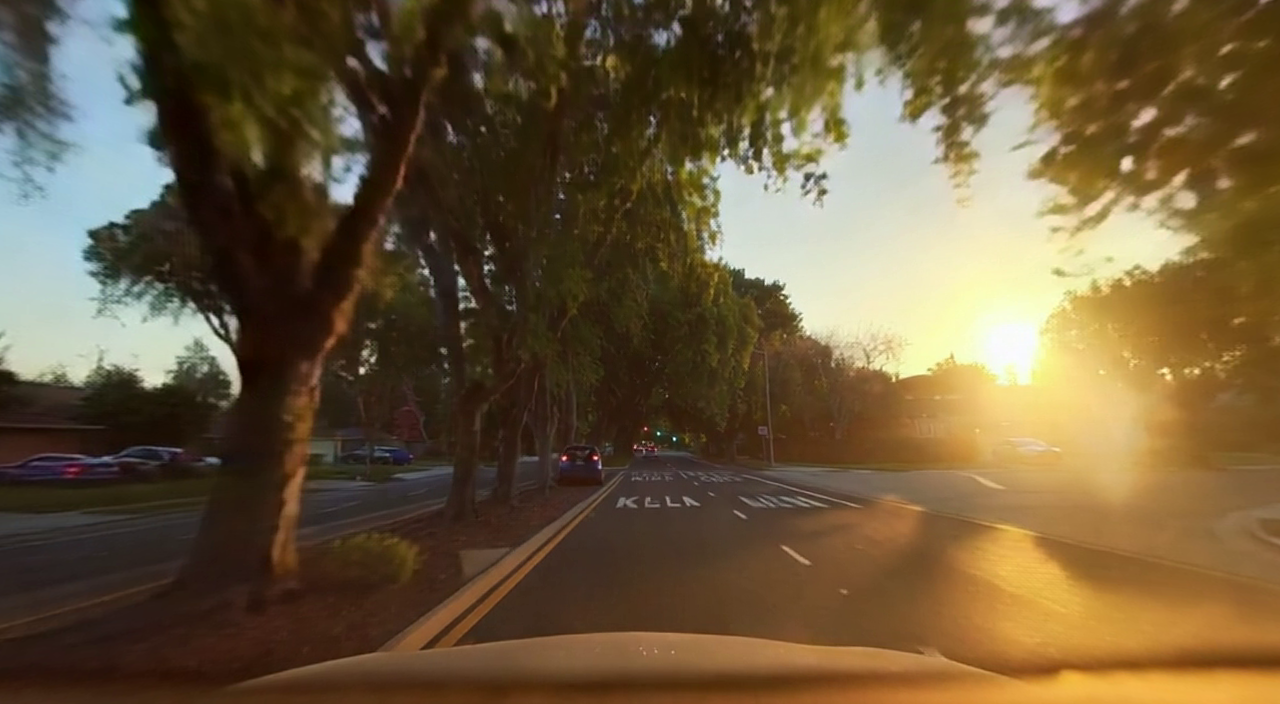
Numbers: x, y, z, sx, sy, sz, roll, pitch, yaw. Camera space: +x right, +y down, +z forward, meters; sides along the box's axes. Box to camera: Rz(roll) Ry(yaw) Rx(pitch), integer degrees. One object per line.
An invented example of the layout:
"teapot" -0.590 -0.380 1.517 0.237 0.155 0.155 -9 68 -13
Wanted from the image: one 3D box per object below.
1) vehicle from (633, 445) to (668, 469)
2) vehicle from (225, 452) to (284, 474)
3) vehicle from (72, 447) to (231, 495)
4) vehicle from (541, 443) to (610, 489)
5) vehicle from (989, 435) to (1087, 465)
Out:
"vehicle" 0.659 6.877 41.511 2.226 1.505 4.128 0 -9 0
"vehicle" -28.463 8.177 46.703 1.961 1.470 3.811 1 -8 0
"vehicle" -22.463 5.466 29.428 2.173 1.849 5.752 -5 -9 11
"vehicle" -2.231 4.111 23.187 2.158 1.469 4.909 0 -9 -2
"vehicle" 22.828 5.626 36.245 4.318 1.601 1.975 0 -9 -3
